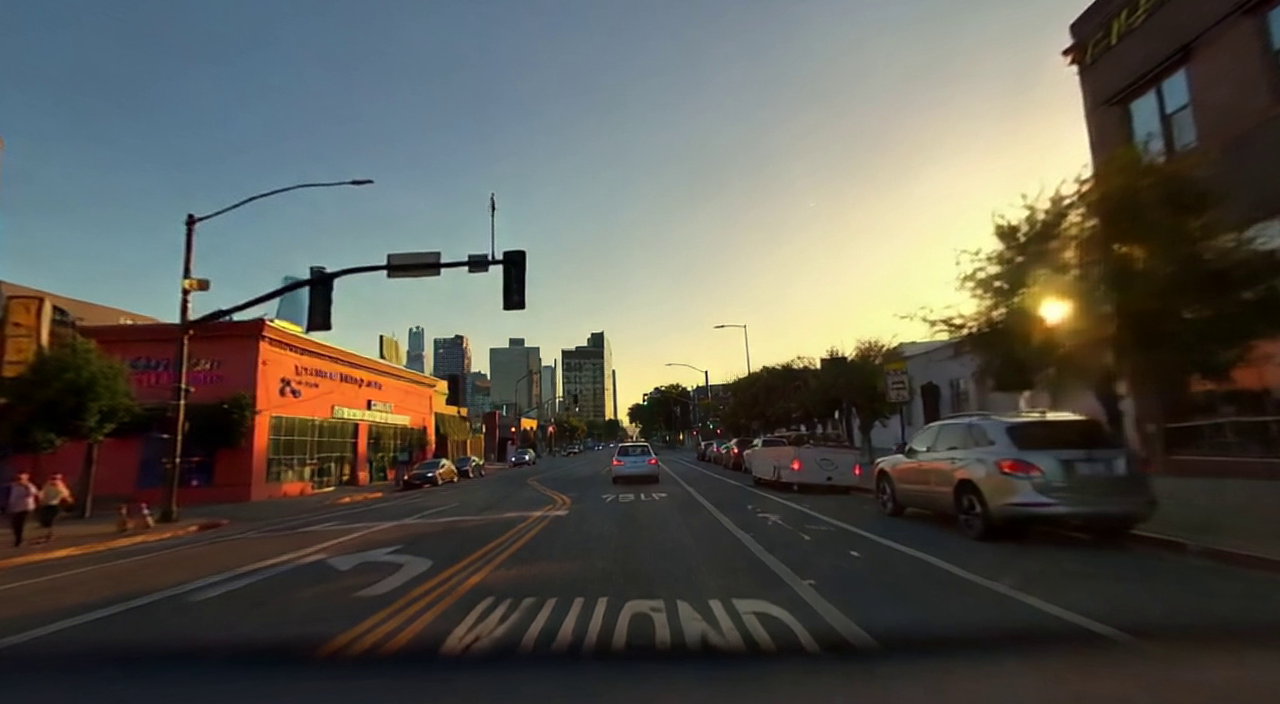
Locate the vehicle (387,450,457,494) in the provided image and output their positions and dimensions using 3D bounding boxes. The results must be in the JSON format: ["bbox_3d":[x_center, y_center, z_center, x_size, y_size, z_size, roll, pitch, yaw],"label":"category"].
[{"bbox_3d":[-11.278,6.190,32.983,2.055,1.685,4.370,-5,-6,-1],"label":"vehicle"}]

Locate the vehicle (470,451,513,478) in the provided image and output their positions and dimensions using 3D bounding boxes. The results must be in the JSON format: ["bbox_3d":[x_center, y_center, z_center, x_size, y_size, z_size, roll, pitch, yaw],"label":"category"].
[{"bbox_3d":[-11.083,8.412,47.534,1.920,1.498,4.591,-5,-6,2],"label":"vehicle"}]

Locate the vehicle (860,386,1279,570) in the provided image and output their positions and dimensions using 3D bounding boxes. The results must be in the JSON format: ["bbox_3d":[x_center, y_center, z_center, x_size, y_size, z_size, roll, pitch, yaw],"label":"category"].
[{"bbox_3d":[5.593,1.747,9.596,2.367,1.917,5.810,0,-8,-1],"label":"vehicle"}]

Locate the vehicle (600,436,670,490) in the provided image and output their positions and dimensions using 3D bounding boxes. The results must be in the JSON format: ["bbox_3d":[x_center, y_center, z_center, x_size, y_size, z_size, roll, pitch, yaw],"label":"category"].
[{"bbox_3d":[-0.157,3.636,21.053,2.086,1.575,4.205,0,-8,0],"label":"vehicle"}]

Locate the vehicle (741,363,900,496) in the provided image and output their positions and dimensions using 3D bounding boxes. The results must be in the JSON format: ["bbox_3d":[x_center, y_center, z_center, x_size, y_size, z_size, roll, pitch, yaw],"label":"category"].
[{"bbox_3d":[5.430,2.611,20.720,2.893,3.553,7.295,0,-8,-1],"label":"vehicle"}]

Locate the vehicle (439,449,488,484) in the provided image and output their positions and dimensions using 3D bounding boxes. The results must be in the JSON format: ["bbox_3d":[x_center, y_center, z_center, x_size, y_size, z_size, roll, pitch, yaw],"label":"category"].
[{"bbox_3d":[-11.369,7.350,40.938,1.872,1.731,4.656,-4,-6,-1],"label":"vehicle"}]
